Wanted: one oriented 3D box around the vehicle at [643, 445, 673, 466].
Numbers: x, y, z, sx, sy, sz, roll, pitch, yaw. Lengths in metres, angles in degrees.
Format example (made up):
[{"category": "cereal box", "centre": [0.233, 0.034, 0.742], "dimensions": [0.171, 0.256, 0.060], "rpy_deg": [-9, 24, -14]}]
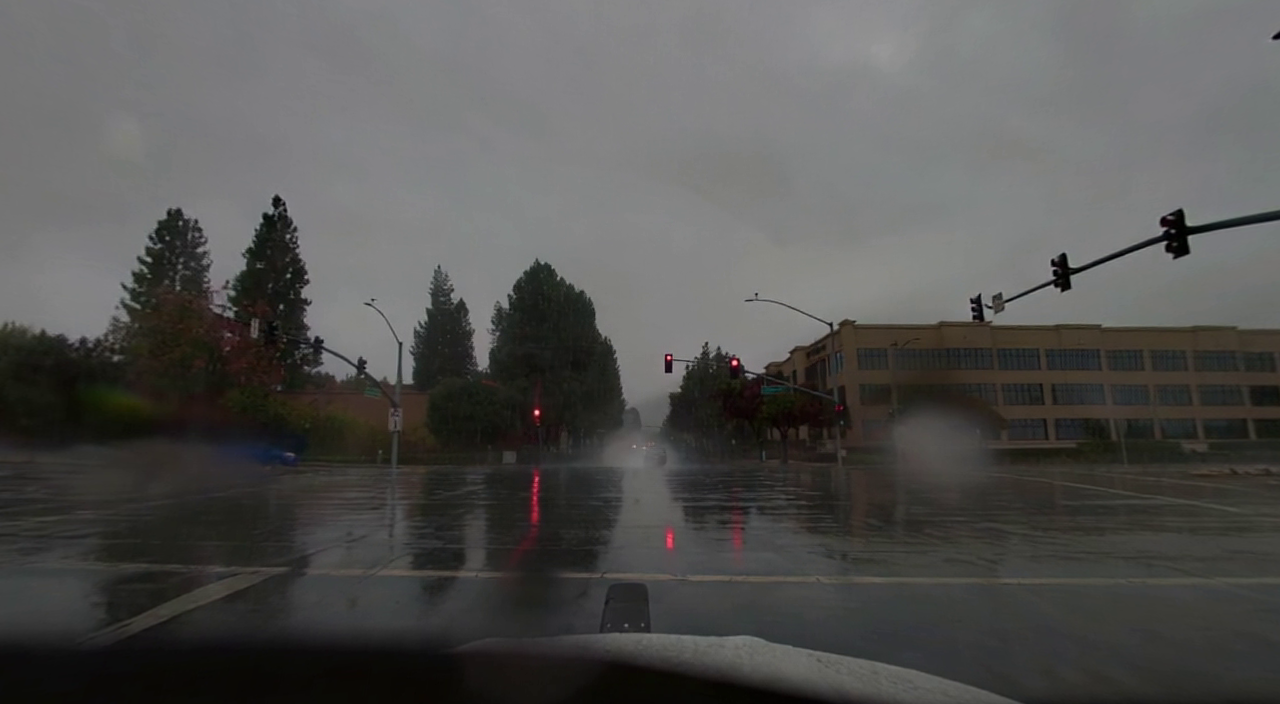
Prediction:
[{"category": "vehicle", "centre": [1.282, 7.615, 46.462], "dimensions": [2.132, 1.449, 4.235], "rpy_deg": [0, -9, 0]}]
